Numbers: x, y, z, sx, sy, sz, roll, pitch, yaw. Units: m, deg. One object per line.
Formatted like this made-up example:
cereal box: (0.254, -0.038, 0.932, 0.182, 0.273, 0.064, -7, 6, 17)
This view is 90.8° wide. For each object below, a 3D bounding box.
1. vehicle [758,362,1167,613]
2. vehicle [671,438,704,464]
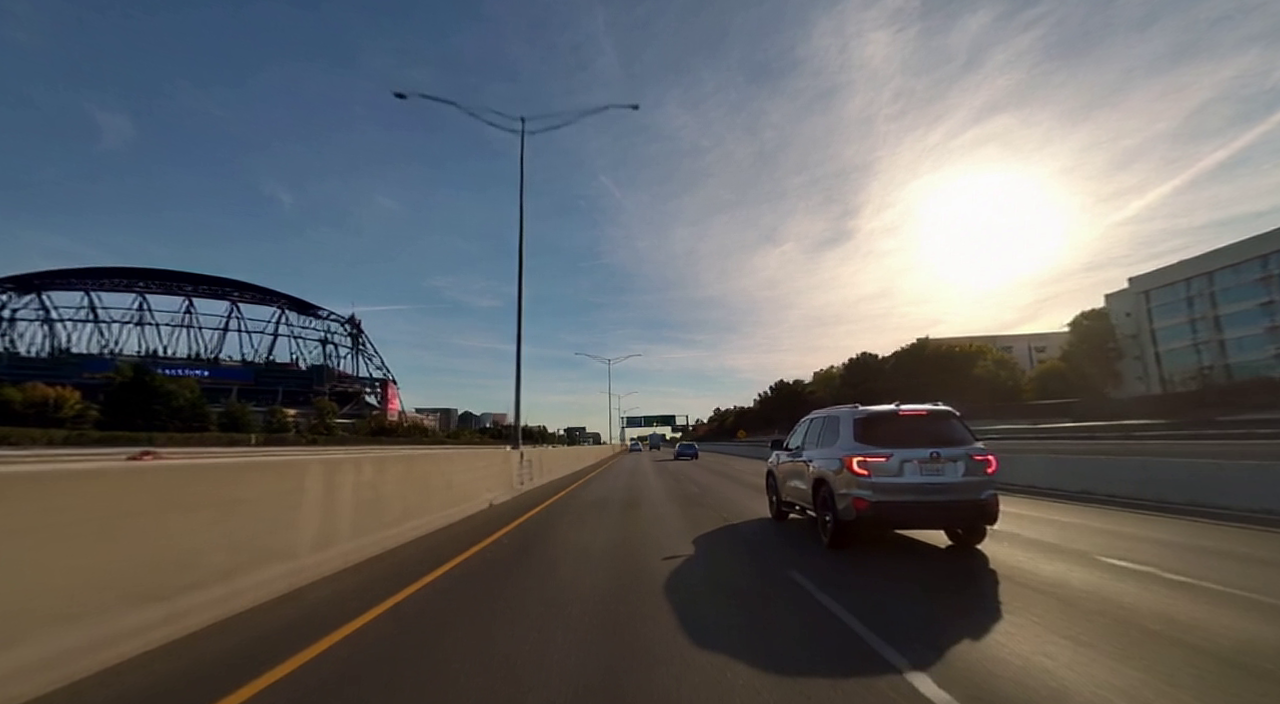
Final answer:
vehicle: (3.051, 1.441, 7.607, 2.199, 2.002, 4.970, 0, -8, -1)
vehicle: (3.315, 6.986, 44.776, 1.973, 1.774, 4.092, 0, -8, 0)
